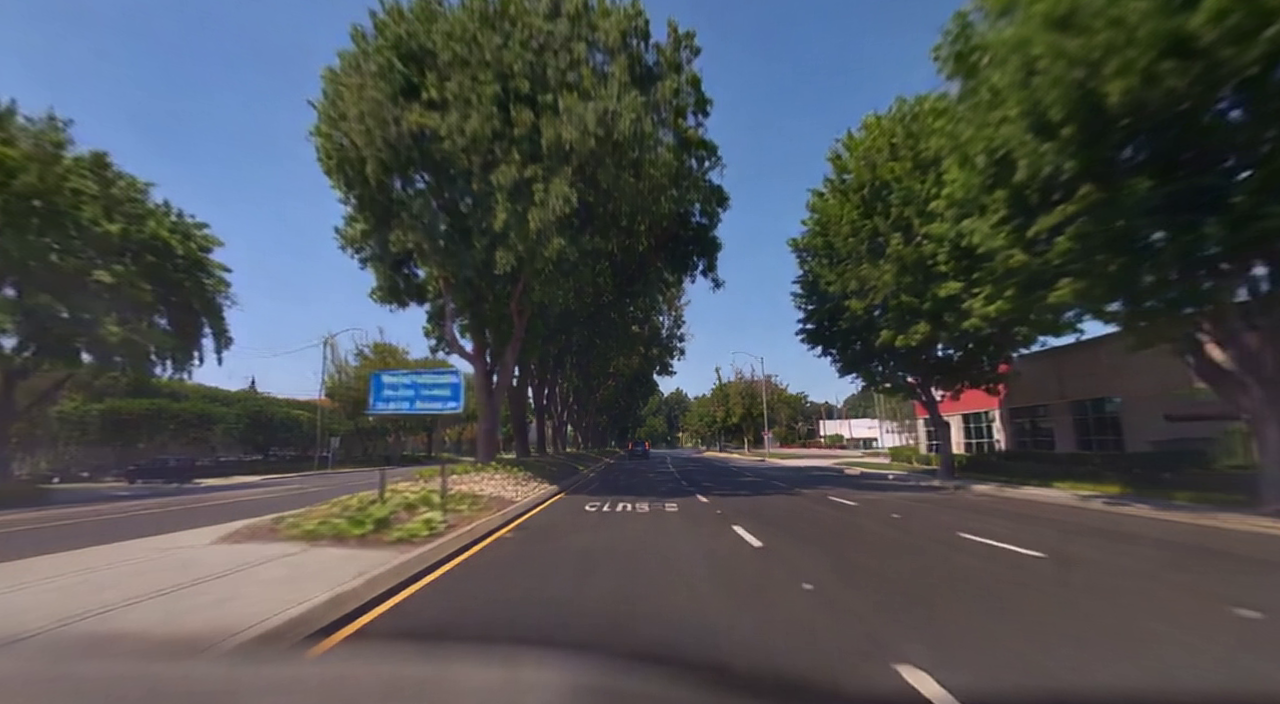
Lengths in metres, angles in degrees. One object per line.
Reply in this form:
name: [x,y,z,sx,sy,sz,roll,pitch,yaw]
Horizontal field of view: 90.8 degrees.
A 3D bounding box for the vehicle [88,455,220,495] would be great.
vehicle: [-20.094,5.030,26.143,4.665,1.486,1.918,-3,-9,18]
